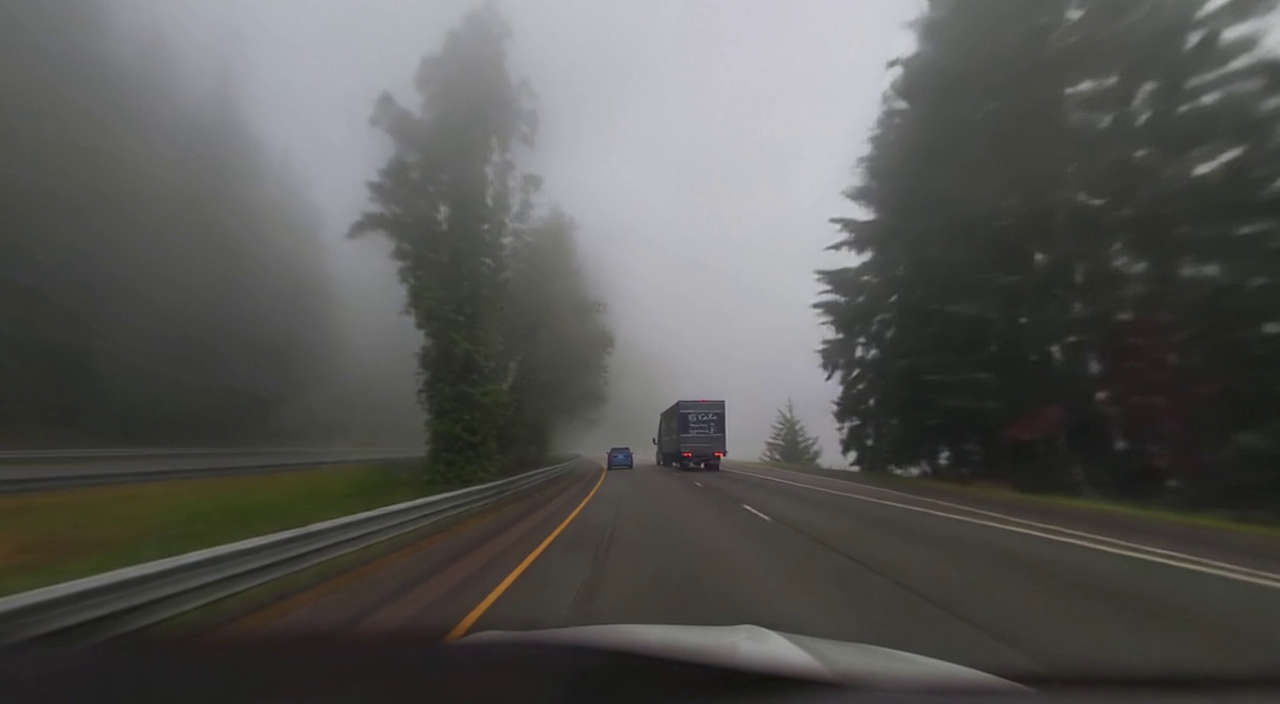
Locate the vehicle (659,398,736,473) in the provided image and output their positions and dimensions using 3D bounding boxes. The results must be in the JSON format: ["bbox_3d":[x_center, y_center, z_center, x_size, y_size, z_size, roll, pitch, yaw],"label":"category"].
[{"bbox_3d":[3.303,5.582,41.076,2.951,4.012,14.203,0,-9,-3],"label":"vehicle"}]

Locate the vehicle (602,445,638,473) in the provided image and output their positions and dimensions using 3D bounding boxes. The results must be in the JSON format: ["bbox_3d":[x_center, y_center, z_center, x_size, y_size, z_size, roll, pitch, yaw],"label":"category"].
[{"bbox_3d":[-1.121,5.958,35.307,1.913,1.460,3.610,0,-9,-2],"label":"vehicle"}]
